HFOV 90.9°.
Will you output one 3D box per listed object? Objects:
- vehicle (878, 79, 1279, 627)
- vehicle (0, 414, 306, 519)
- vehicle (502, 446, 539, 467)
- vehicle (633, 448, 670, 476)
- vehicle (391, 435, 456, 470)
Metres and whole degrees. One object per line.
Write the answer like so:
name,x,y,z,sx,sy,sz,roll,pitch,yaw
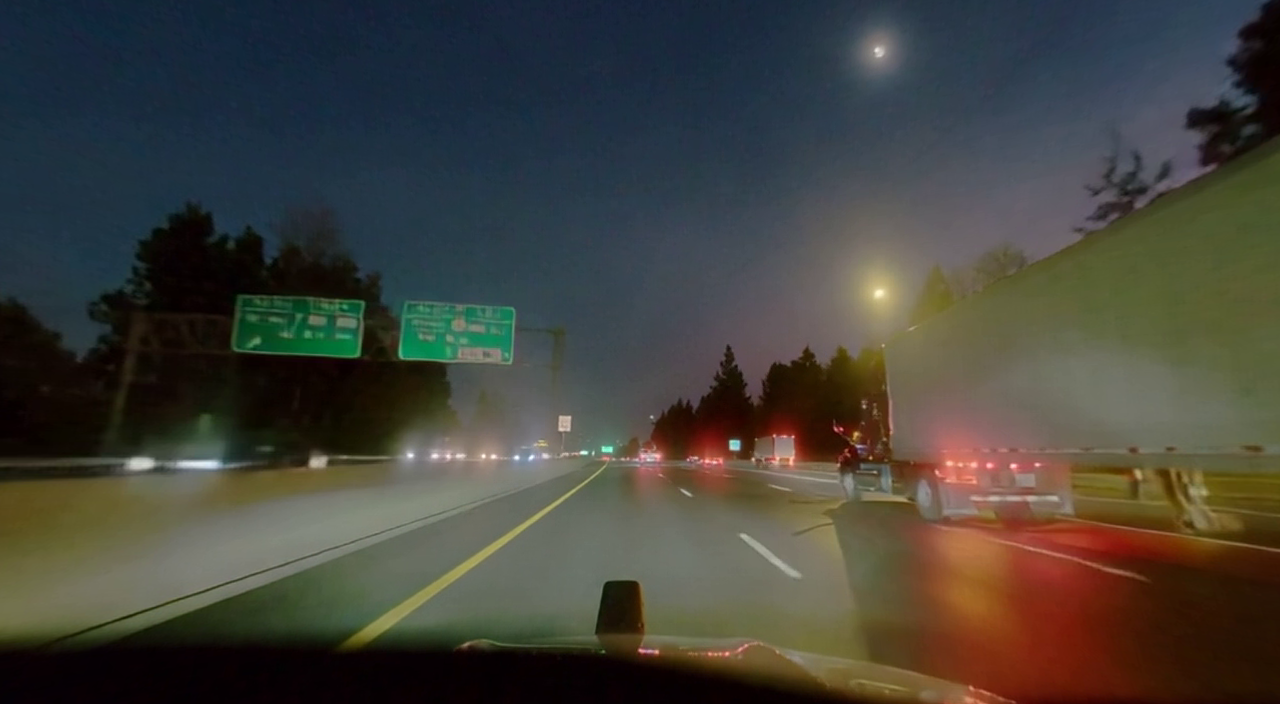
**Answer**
vehicle,6.210,0.180,5.760,2.890,4.006,14.039,0,-9,1
vehicle,-8.280,2.007,11.412,1.932,1.501,4.607,0,-9,-1
vehicle,-9.099,7.977,48.385,1.943,1.521,4.628,0,-9,-1
vehicle,0.687,6.751,38.882,2.111,1.599,3.859,0,-9,0
vehicle,-12.646,5.920,37.166,2.026,1.875,5.341,0,-9,-1
